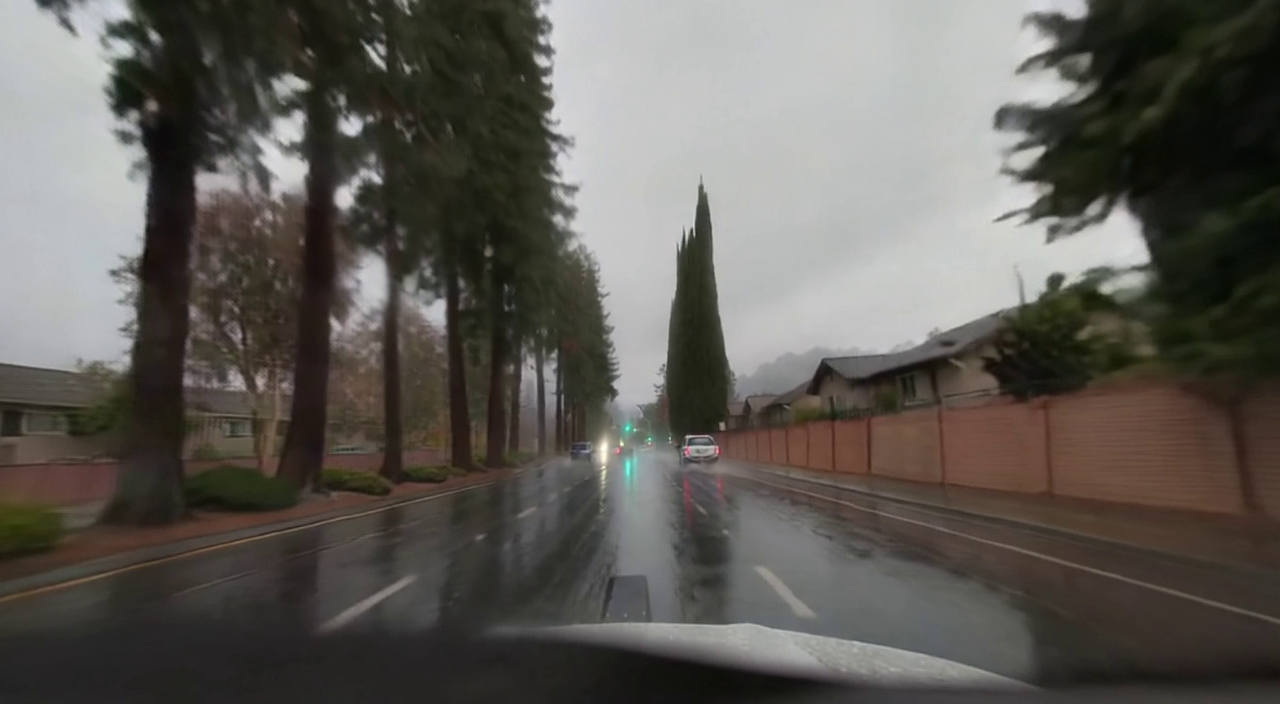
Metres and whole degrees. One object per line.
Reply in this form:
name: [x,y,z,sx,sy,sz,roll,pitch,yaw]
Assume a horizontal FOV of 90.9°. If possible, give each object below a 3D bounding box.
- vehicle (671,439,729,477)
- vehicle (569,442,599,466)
vehicle: [2.821,5.110,30.744,2.321,1.695,5.037,0,-8,0]
vehicle: [-4.385,8.038,49.983,2.002,1.747,4.728,0,-8,-1]
